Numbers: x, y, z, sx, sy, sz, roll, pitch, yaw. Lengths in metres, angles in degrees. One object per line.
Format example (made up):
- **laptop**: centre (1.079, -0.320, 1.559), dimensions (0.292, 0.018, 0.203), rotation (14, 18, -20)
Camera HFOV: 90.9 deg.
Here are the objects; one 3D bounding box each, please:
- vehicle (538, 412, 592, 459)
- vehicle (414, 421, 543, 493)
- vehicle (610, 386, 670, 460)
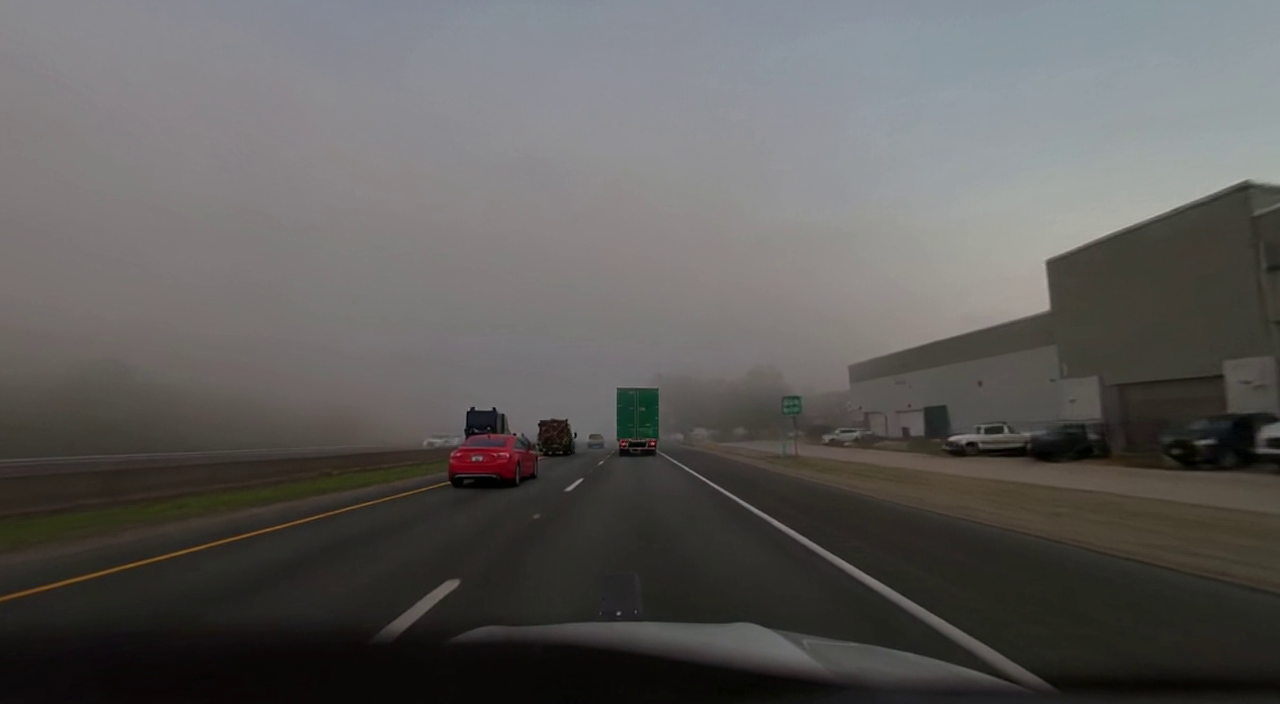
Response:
- **vehicle**: centre (-4.617, 5.338, 40.102), dimensions (2.717, 2.714, 6.997), rotation (0, -8, -2)
- **vehicle**: centre (-4.060, 2.731, 16.885), dimensions (2.005, 1.602, 5.131), rotation (0, -8, 1)
- **vehicle**: centre (-0.127, 4.593, 39.875), dimensions (3.259, 4.066, 9.891), rotation (0, -8, -2)
